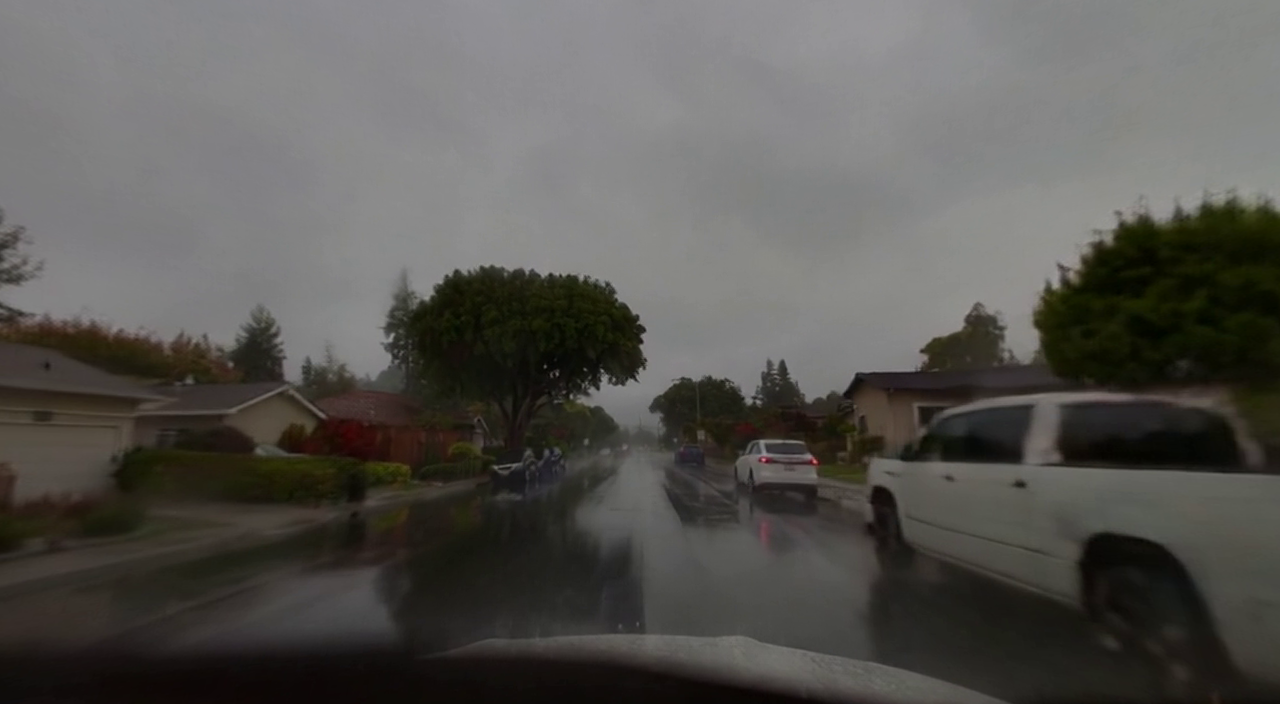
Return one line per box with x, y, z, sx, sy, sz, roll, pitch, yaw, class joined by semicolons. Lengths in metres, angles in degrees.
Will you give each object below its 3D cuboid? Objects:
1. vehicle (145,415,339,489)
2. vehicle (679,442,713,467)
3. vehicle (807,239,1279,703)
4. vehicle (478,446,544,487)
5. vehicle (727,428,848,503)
-13.041;3.273;20.837;4.837;1.897;2.228;4;-8;5;vehicle
4.205;7.759;47.789;2.136;1.794;4.598;0;-9;0;vehicle
3.835;1.109;5.132;2.952;2.216;7.033;0;-8;0;vehicle
-5.822;5.206;29.031;2.027;1.544;4.959;-1;-7;0;vehicle
4.135;3.314;18.893;2.311;1.859;5.880;0;-9;1;vehicle
